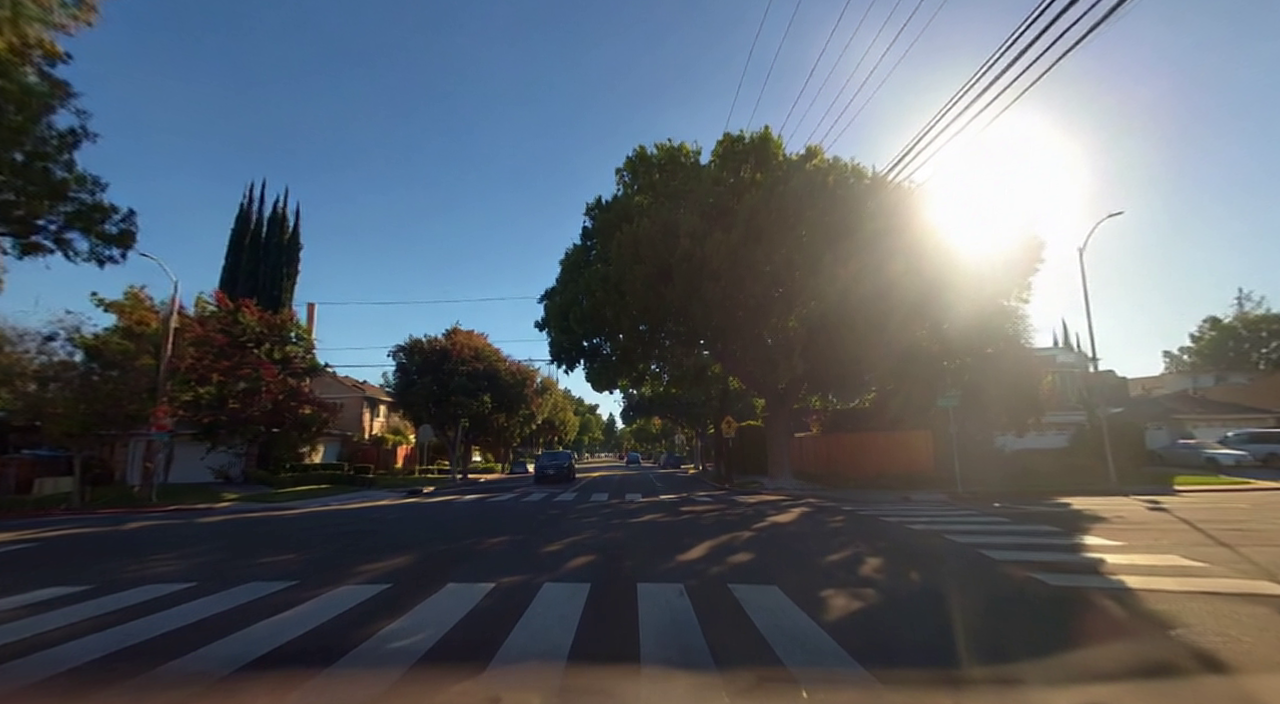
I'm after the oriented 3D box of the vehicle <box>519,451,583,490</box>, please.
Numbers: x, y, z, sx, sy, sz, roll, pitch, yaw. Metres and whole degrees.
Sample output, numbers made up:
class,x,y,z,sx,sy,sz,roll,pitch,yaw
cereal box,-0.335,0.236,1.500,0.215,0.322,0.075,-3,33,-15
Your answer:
class,x,y,z,sx,sy,sz,roll,pitch,yaw
vehicle,-3.688,5.004,27.005,2.102,1.463,4.024,0,-8,1

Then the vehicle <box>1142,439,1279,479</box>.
class,x,y,z,sx,sy,sz,roll,pitch,yaw
vehicle,23.357,4.316,25.770,1.841,1.448,4.688,0,-8,-1
